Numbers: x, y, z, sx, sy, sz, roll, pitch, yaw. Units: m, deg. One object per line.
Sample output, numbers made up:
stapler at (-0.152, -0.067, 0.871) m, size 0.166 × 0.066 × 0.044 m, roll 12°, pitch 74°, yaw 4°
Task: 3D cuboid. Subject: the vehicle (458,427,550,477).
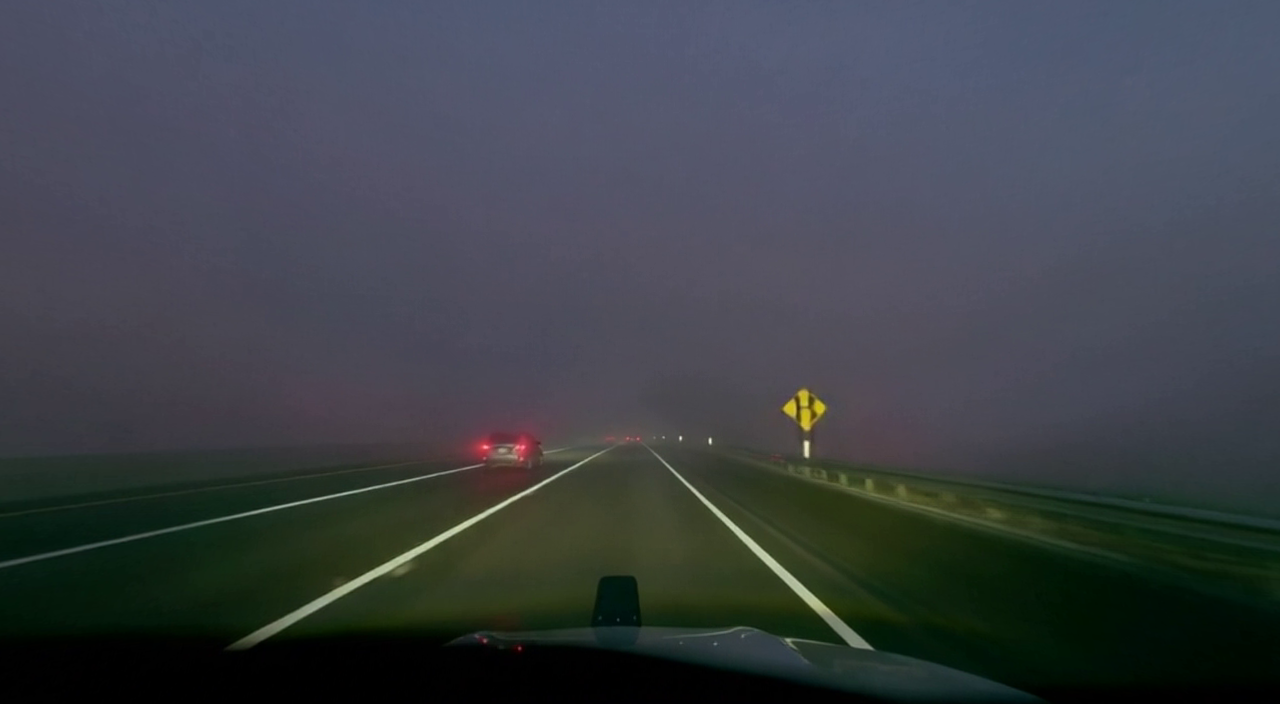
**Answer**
vehicle at (-4.621, 3.464, 22.214) m, size 2.149 × 1.532 × 4.905 m, roll 0°, pitch -8°, yaw 0°
